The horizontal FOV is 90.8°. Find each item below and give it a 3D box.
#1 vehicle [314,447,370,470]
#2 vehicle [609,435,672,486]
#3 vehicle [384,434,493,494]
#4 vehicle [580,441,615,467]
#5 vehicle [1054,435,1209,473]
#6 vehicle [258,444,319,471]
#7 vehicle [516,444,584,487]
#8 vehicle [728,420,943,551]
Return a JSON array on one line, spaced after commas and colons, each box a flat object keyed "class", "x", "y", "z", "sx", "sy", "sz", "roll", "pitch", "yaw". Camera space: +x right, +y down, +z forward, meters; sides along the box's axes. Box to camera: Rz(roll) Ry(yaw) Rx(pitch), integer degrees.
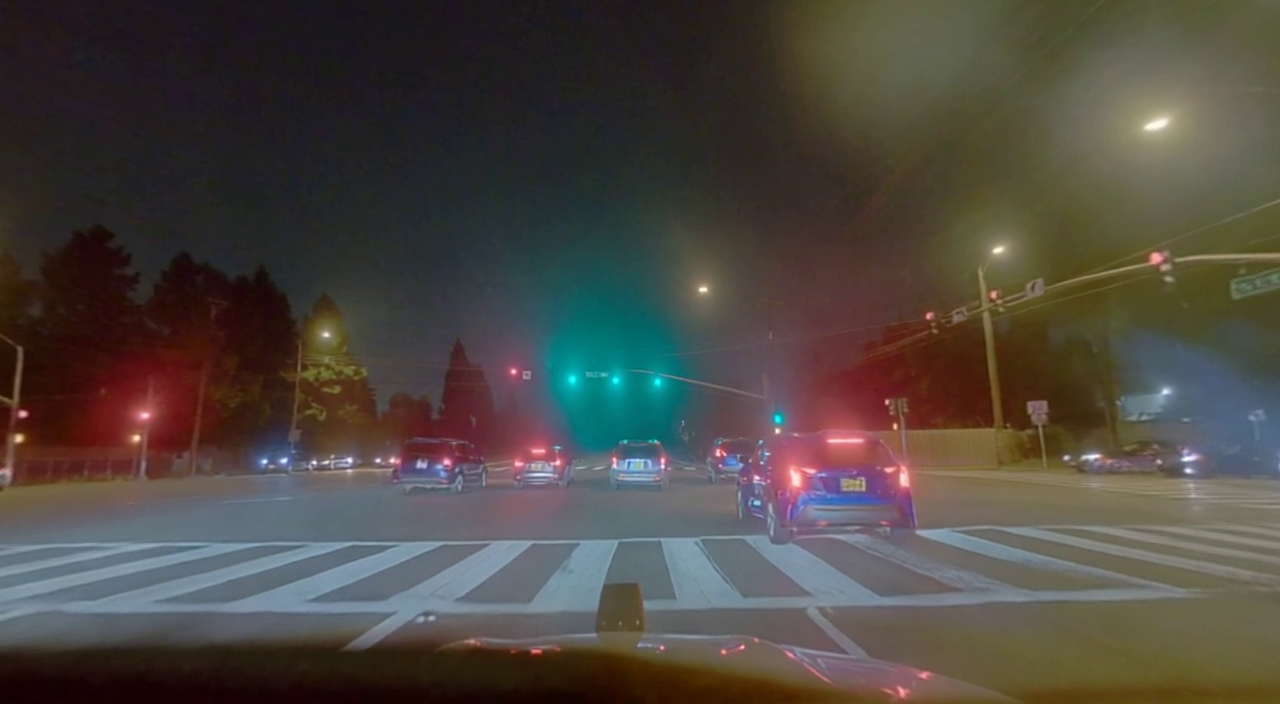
[{"class": "vehicle", "x": -21.567, "y": 7.719, "z": 45.910, "sx": 1.891, "sy": 1.577, "sz": 4.238, "roll": 0, "pitch": -8, "yaw": 3}, {"class": "vehicle", "x": 0.041, "y": 4.000, "z": 23.501, "sx": 2.111, "sy": 1.712, "sz": 4.078, "roll": 0, "pitch": -8, "yaw": 1}, {"class": "vehicle", "x": -6.724, "y": 3.766, "z": 21.714, "sx": 2.116, "sy": 1.812, "sz": 4.609, "roll": 0, "pitch": -8, "yaw": 1}, {"class": "vehicle", "x": -2.830, "y": 6.969, "z": 43.323, "sx": 1.939, "sy": 1.652, "sz": 4.268, "roll": 0, "pitch": -8, "yaw": 2}, {"class": "vehicle", "x": 20.319, "y": 4.216, "z": 26.254, "sx": 4.830, "sy": 1.493, "sz": 1.930, "roll": 0, "pitch": -9, "yaw": -1}, {"class": "vehicle", "x": -24.930, "y": 7.466, "z": 45.021, "sx": 1.889, "sy": 1.814, "sz": 4.086, "roll": 0, "pitch": -8, "yaw": 1}, {"class": "vehicle", "x": -3.289, "y": 4.223, "z": 23.968, "sx": 1.881, "sy": 1.466, "sz": 4.484, "roll": 0, "pitch": -8, "yaw": 1}, {"class": "vehicle", "x": 2.813, "y": 2.033, "z": 10.340, "sx": 2.034, "sy": 1.655, "sz": 4.465, "roll": 0, "pitch": -8, "yaw": -1}]
